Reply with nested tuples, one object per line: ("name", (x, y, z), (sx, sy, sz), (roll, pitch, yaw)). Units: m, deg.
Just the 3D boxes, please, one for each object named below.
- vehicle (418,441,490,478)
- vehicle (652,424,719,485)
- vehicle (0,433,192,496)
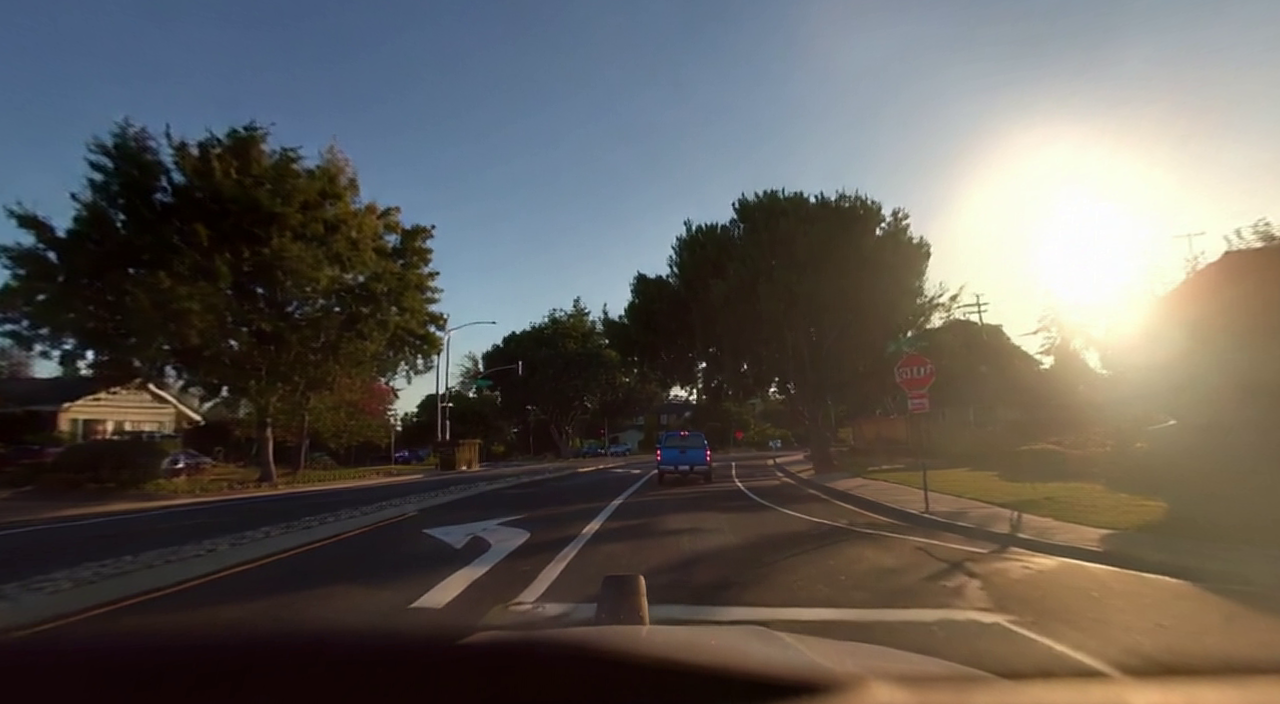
("vehicle", (-10.468, 6.037, 35.978), (2.053, 1.822, 4.852), (-3, -7, 9))
("vehicle", (1.723, 3.688, 22.837), (2.153, 1.942, 4.767), (-1, -9, 6))
("vehicle", (-20.689, 4.269, 24.253), (5.208, 1.960, 2.385), (-3, -8, -2))
